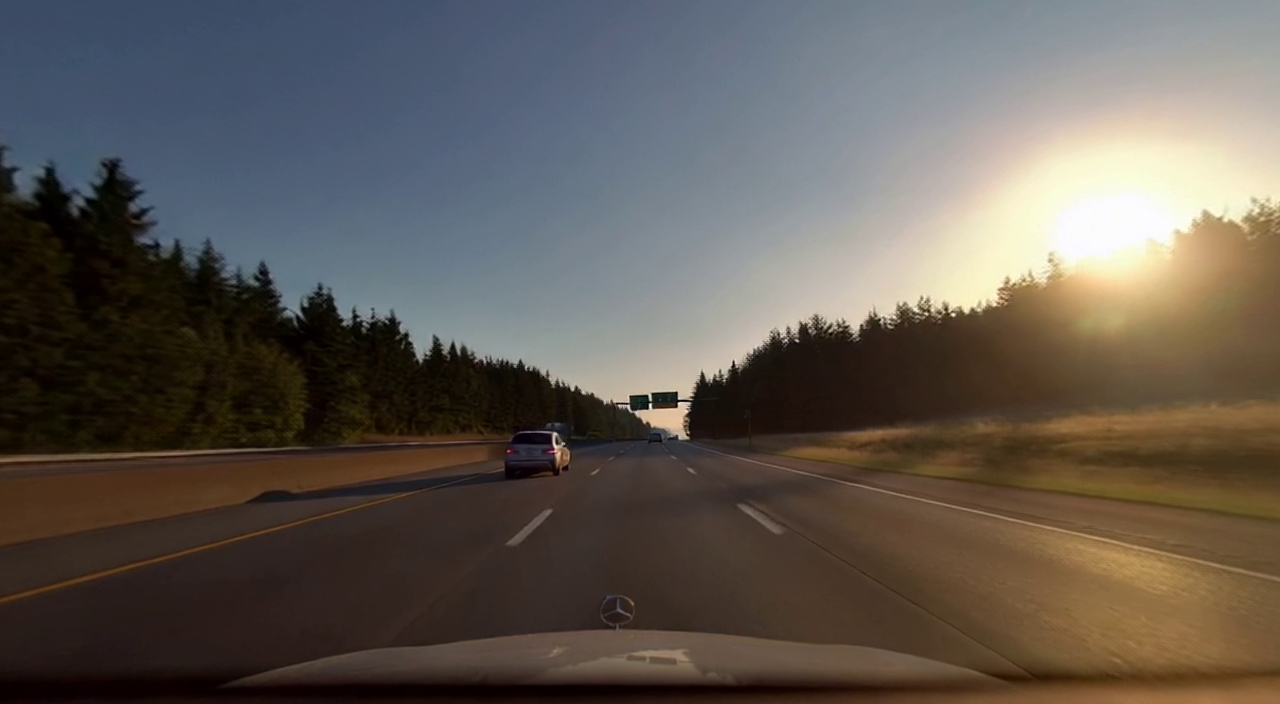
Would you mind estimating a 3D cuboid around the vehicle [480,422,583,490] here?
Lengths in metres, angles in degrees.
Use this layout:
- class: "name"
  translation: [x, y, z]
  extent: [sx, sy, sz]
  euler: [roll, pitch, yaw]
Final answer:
- class: "vehicle"
  translation: [-2.858, 2.825, 17.538]
  extent: [2.084, 1.654, 4.080]
  euler: [0, -8, 1]
